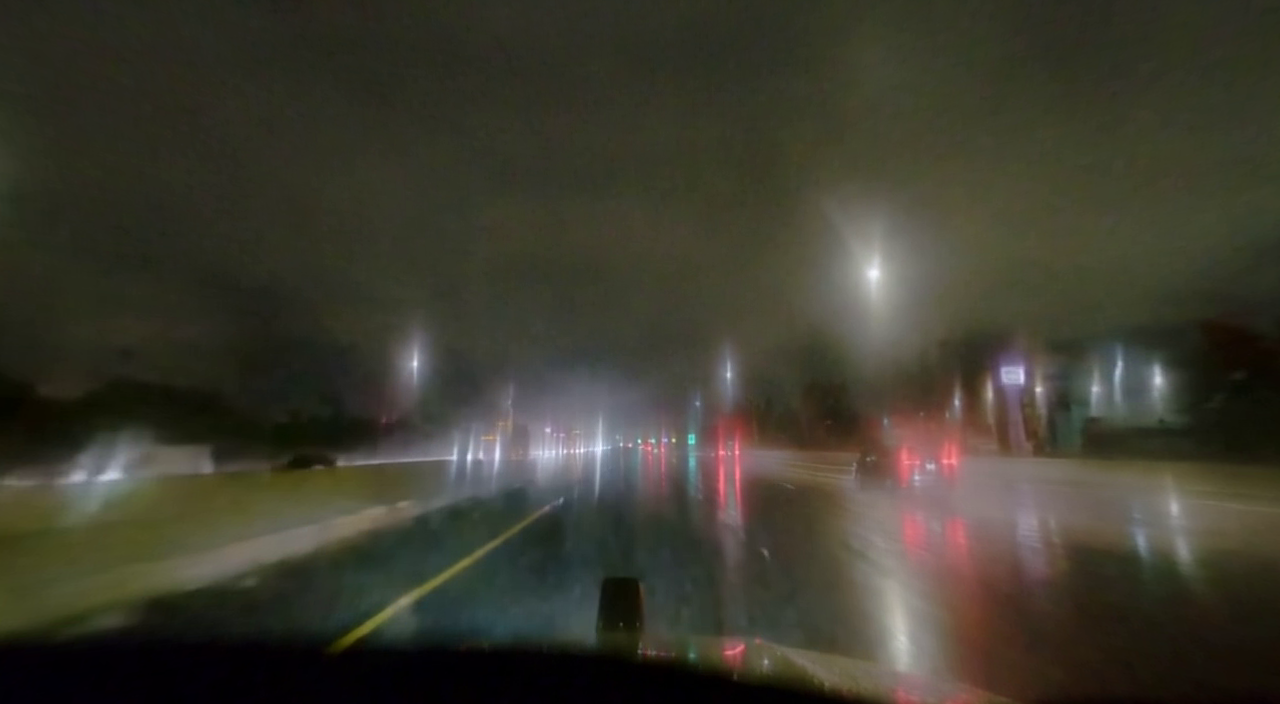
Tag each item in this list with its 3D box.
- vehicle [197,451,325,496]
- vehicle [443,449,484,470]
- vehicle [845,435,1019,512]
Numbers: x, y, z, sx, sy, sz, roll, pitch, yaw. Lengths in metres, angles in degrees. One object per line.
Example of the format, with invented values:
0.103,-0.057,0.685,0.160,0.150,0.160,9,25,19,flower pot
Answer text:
-14.112,4.517,23.894,1.967,1.473,4.635,0,-9,0,vehicle
-13.818,8.397,49.661,1.911,1.500,4.555,0,-9,0,vehicle
6.774,2.846,15.362,1.901,1.548,4.684,0,-9,-1,vehicle
